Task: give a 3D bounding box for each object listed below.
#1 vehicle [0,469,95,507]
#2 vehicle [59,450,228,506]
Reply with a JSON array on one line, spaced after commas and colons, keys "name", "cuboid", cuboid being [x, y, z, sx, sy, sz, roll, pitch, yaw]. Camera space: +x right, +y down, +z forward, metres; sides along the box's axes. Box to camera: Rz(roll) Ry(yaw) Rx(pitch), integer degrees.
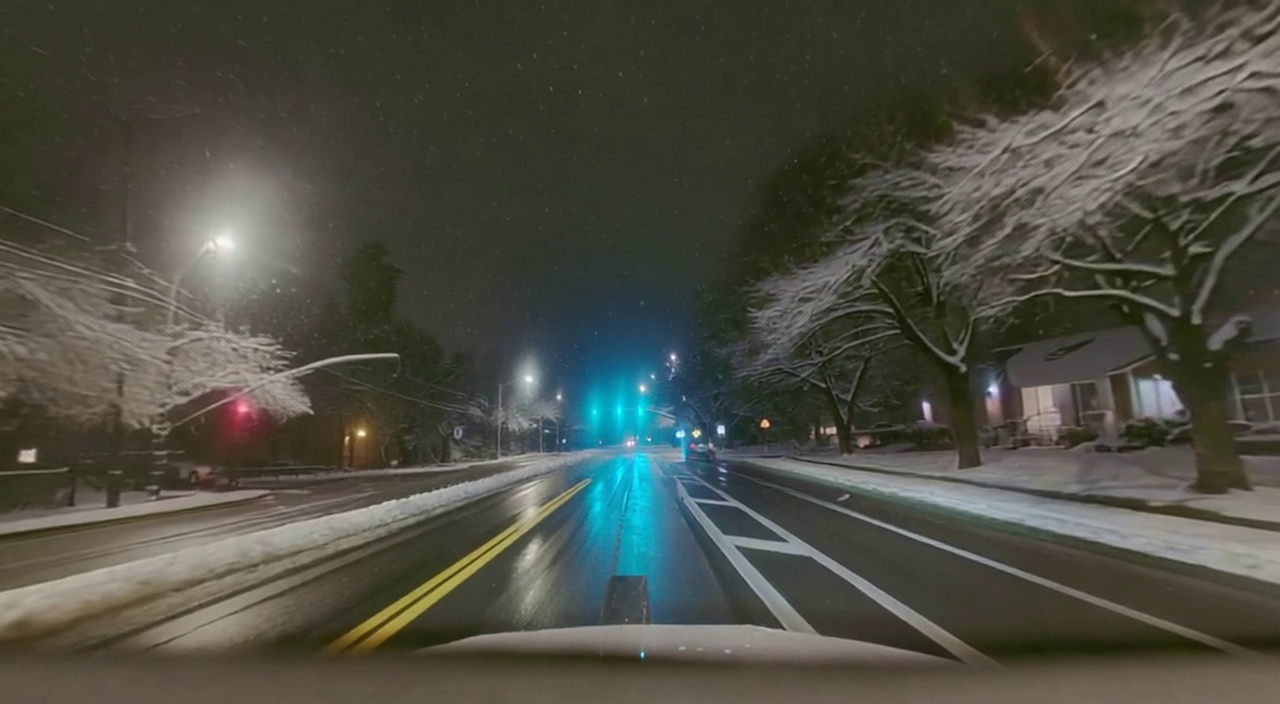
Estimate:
[{"name": "vehicle", "cuboid": [-27.763, 6.048, 28.150, 4.696, 1.518, 2.224, 0, -8, -2]}, {"name": "vehicle", "cuboid": [-21.929, 5.557, 27.986, 5.841, 1.902, 2.244, -5, -9, 4]}]
